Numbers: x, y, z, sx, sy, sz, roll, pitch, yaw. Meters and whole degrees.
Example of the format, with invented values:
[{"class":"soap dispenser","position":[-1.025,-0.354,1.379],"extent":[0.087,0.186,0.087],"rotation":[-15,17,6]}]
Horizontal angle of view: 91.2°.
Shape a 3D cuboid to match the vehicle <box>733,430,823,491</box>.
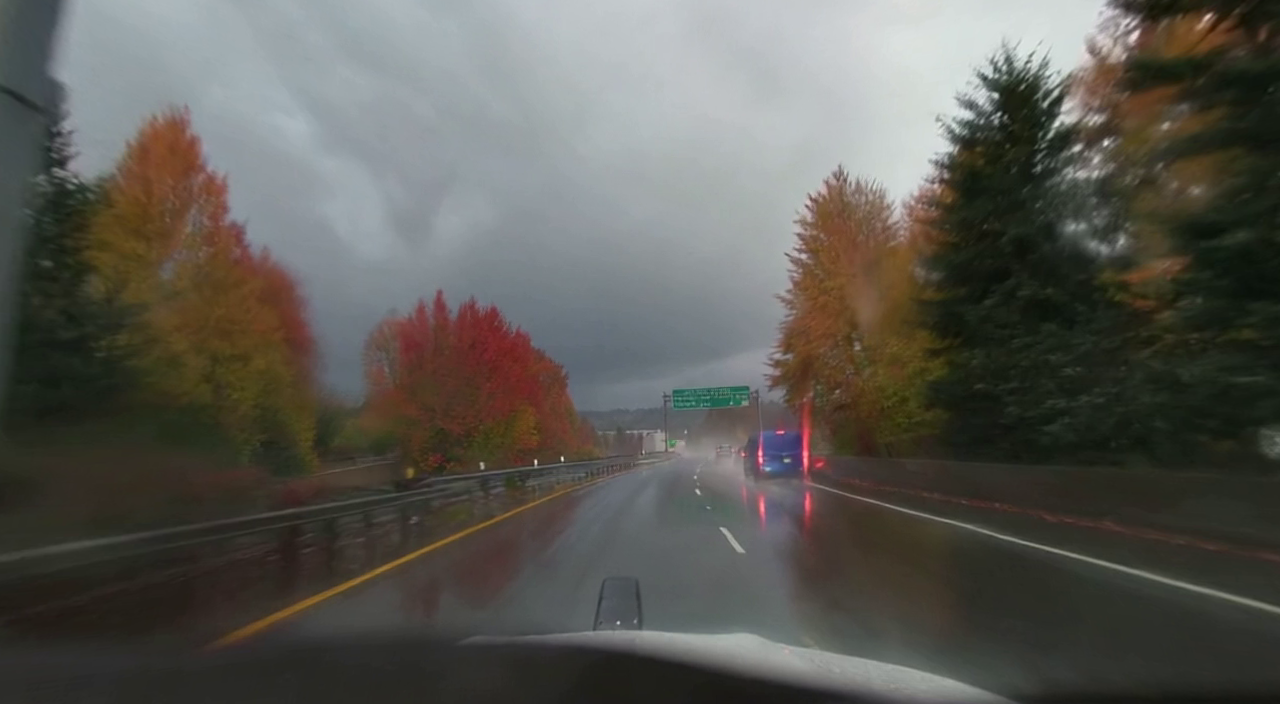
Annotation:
[{"class":"vehicle","position":[4.848,3.915,22.848],"extent":[2.205,1.923,4.956],"rotation":[-1,-9,1]}]
